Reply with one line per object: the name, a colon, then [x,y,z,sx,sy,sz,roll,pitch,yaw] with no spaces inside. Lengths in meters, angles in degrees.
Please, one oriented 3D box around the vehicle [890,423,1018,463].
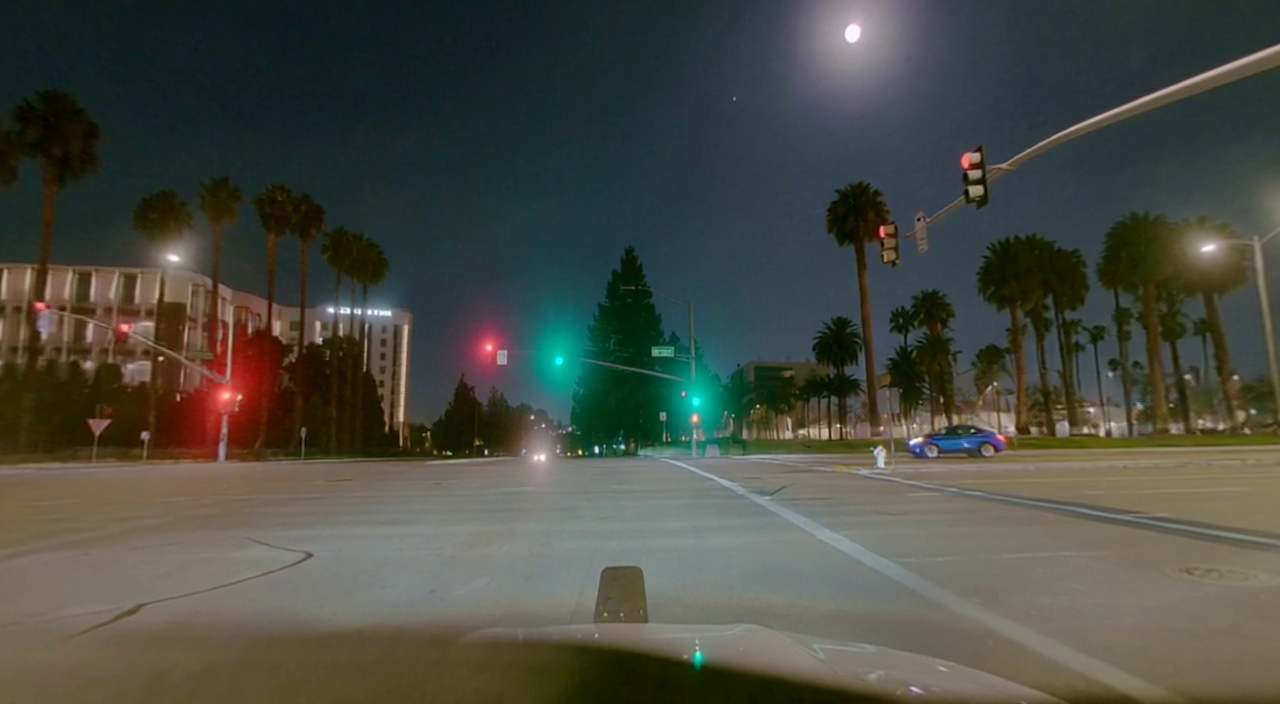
vehicle: [14.404,4.189,29.004,4.820,1.751,2.050,0,-8,-2]
